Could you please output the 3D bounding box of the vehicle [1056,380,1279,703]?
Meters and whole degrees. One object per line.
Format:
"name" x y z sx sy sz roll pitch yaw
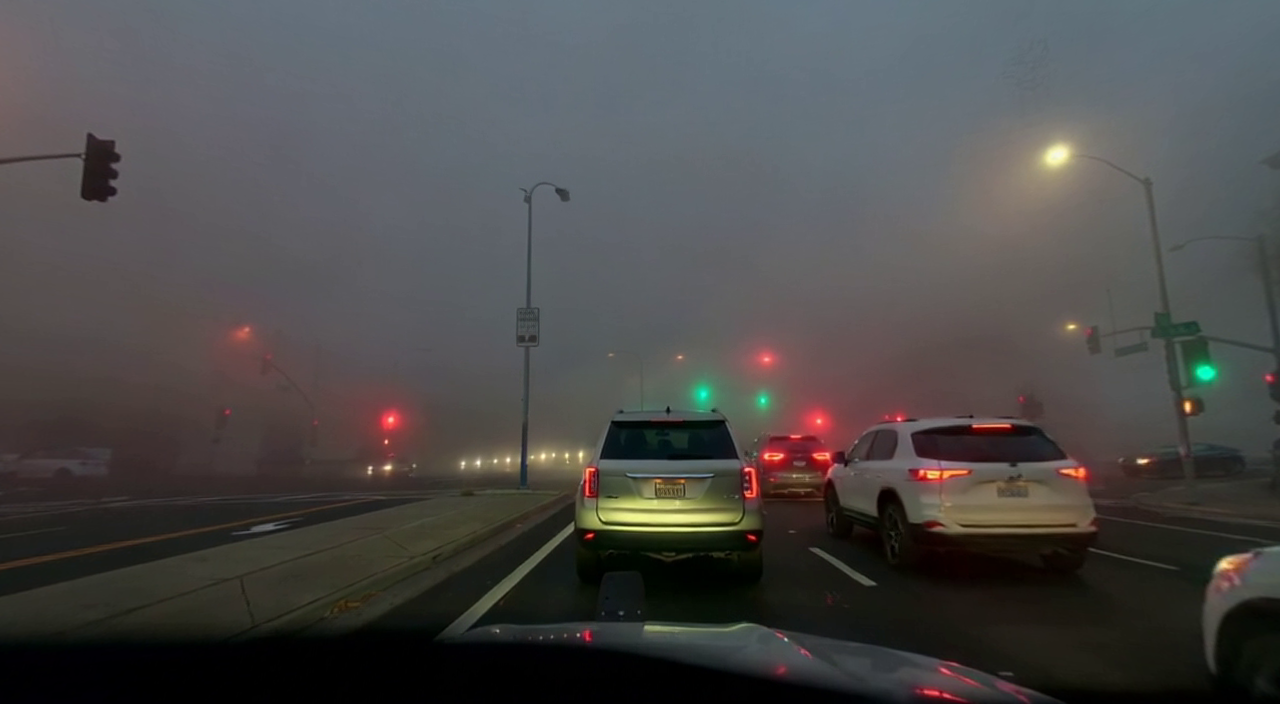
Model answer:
"vehicle" 3.138 0.665 0.839 2.056 1.516 4.776 0 -9 2

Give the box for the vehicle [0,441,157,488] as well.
"vehicle" -24.572 4.870 27.526 5.062 1.946 2.243 0 -9 -1

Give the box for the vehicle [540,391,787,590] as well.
"vehicle" 0.273 1.625 8.172 2.292 1.840 4.394 0 -9 2

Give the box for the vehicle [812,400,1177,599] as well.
"vehicle" 3.649 1.600 7.675 2.018 1.701 4.288 0 -9 2

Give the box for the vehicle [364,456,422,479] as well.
"vehicle" -17.767 8.318 45.665 1.872 1.477 3.981 -2 -9 15
